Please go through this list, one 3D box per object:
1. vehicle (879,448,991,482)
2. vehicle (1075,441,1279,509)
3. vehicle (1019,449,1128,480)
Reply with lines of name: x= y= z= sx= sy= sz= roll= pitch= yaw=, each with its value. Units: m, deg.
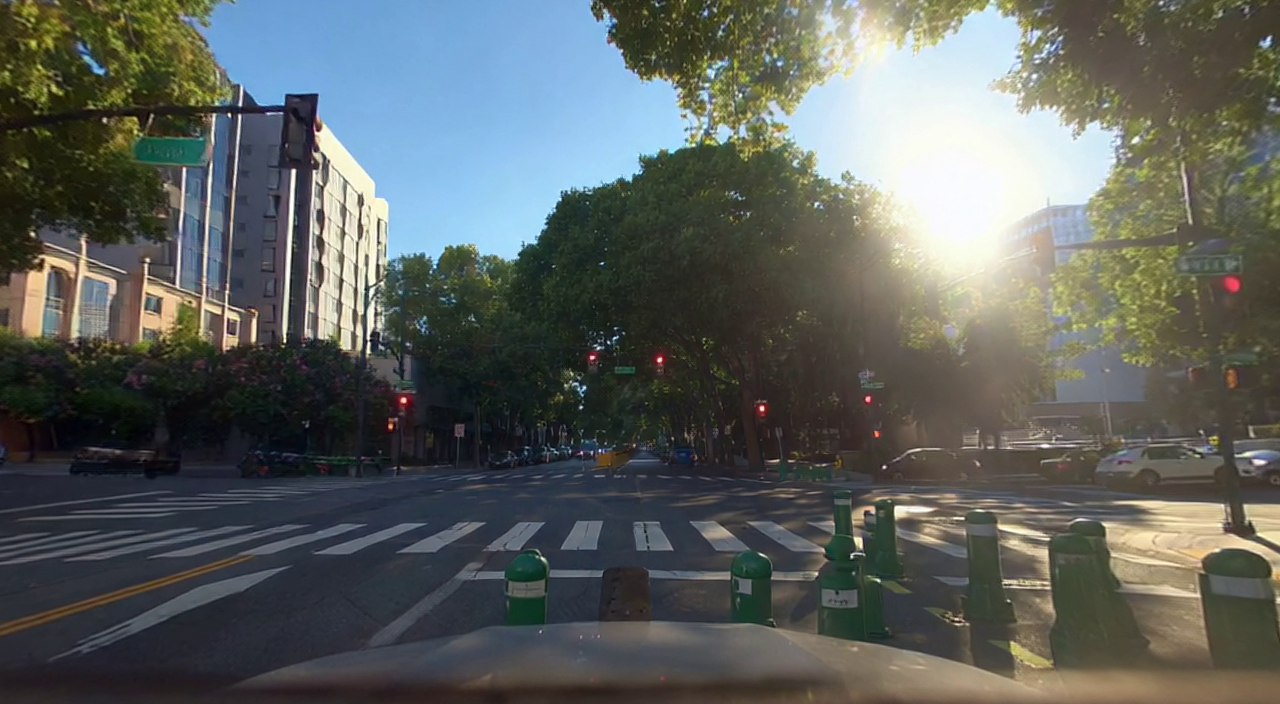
vehicle: x=14.029 y=5.382 z=30.193 sx=4.368 sy=1.522 sz=1.972 roll=-1 pitch=-8 yaw=5
vehicle: x=12.995 y=2.793 z=14.558 sx=4.424 sy=1.436 sz=1.804 roll=0 pitch=-9 yaw=5
vehicle: x=22.371 y=5.806 z=32.637 sx=4.239 sy=1.472 sz=1.889 roll=0 pitch=-8 yaw=0
